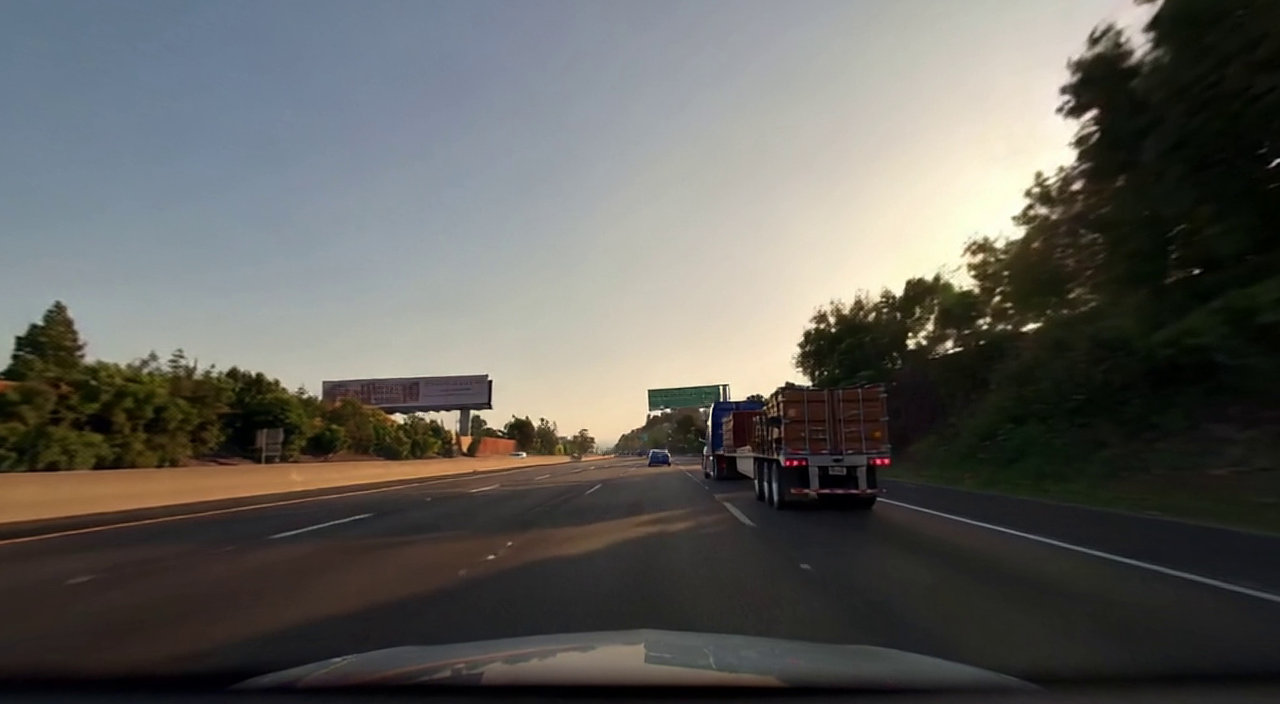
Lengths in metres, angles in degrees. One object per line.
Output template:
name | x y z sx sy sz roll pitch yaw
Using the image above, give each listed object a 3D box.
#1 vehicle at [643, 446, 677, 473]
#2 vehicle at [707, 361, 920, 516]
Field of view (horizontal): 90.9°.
vehicle | 1.217 6.635 39.235 2.042 1.528 4.300 0 -8 1
vehicle | 4.539 3.141 22.335 2.917 3.179 18.723 0 -8 2
